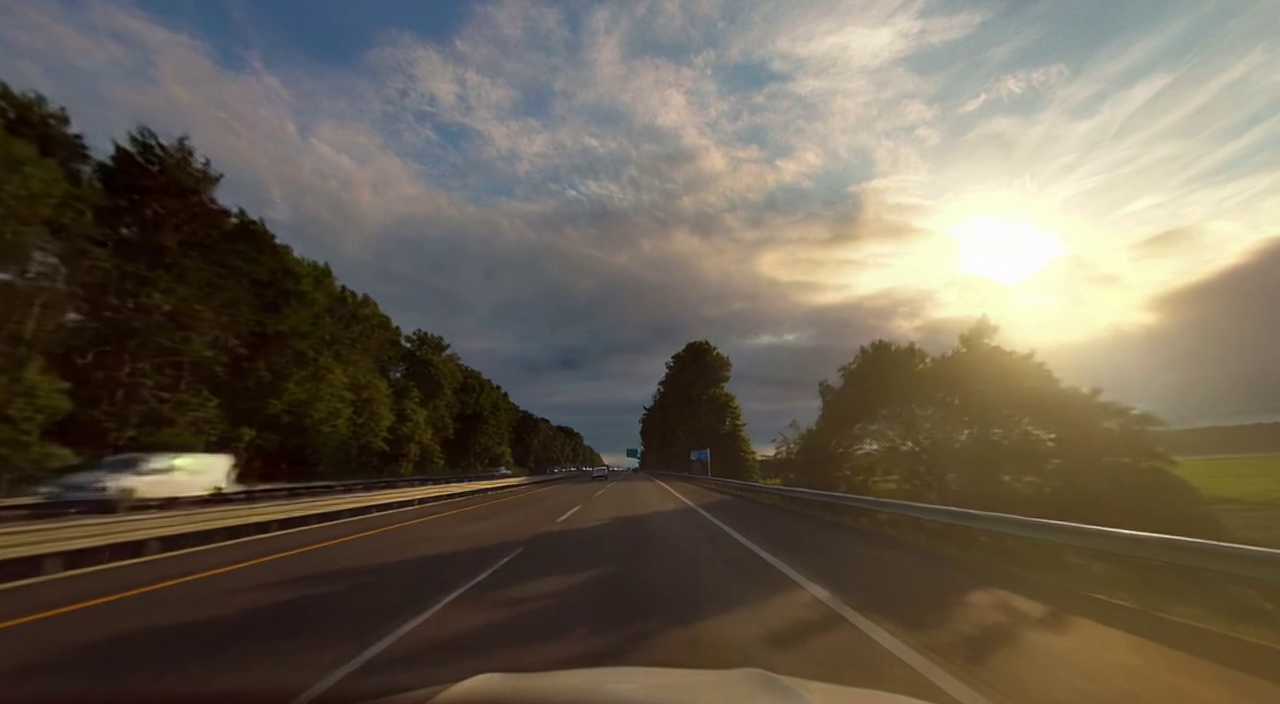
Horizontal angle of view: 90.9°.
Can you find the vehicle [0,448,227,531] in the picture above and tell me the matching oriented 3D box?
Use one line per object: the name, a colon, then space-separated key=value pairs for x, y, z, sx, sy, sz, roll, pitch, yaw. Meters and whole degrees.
vehicle: x=-12.749 y=3.303 z=15.518 sx=1.971 sy=1.687 sz=4.517 roll=1 pitch=-10 yaw=0
